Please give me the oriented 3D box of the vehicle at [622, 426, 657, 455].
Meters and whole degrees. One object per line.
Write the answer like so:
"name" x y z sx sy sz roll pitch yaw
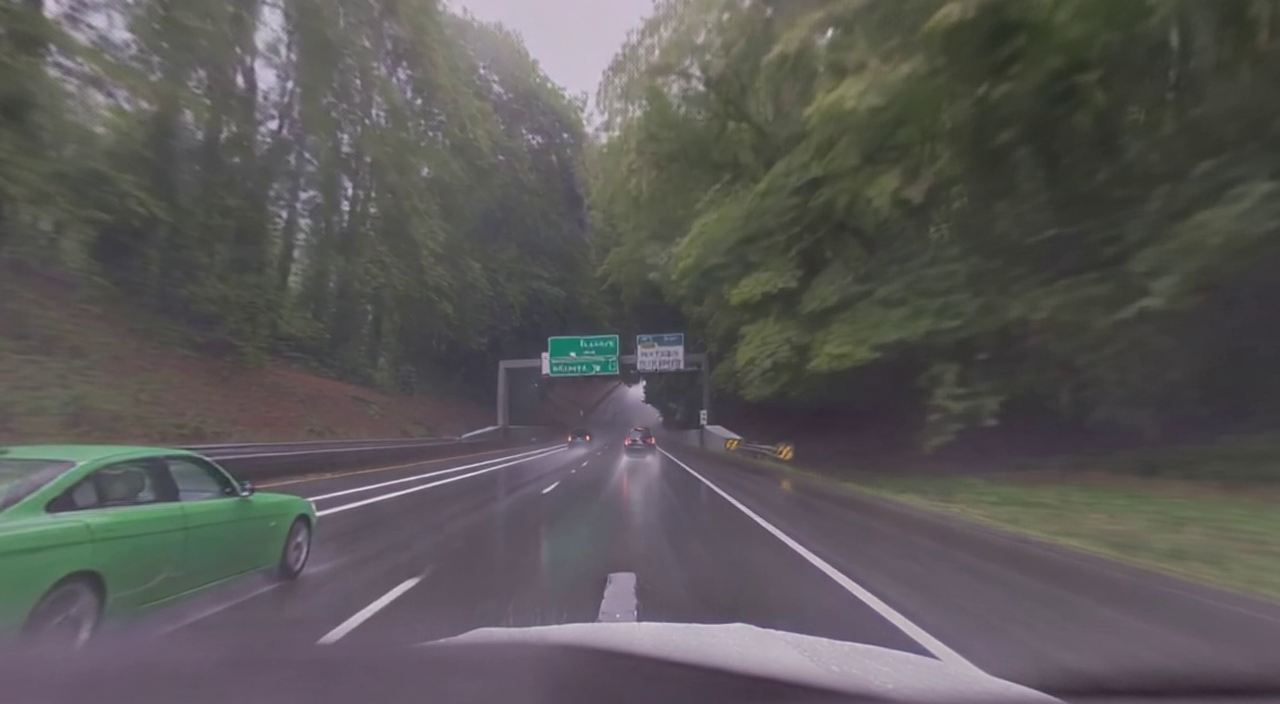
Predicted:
"vehicle" -0.051 5.766 41.131 2.170 1.790 4.490 0 -8 -1

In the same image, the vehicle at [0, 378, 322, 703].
"vehicle" -3.862 0.980 3.660 1.958 1.486 3.988 0 -8 0

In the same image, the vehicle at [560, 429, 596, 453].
"vehicle" -4.291 6.190 43.987 2.055 1.610 4.116 0 -8 1
